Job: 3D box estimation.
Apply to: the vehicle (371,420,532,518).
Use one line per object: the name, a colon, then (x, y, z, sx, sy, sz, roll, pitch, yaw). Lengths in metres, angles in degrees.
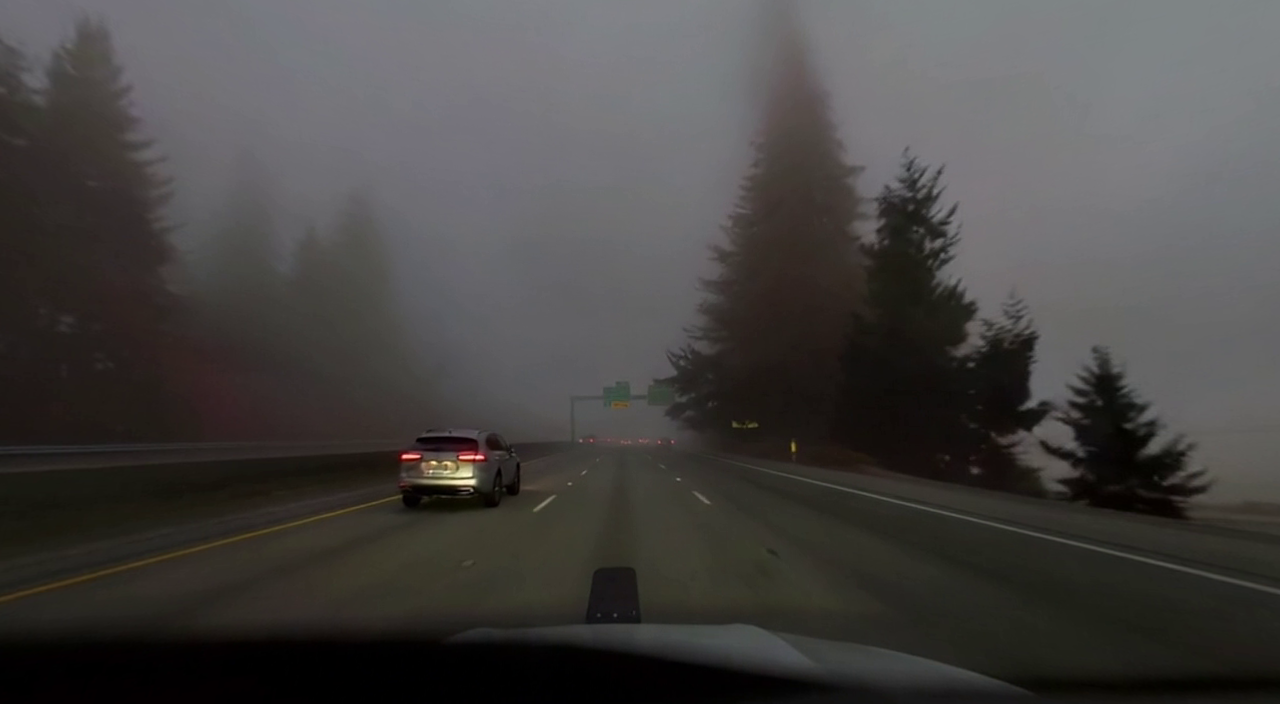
vehicle: (-3.612, 2.322, 13.007, 2.074, 1.652, 4.273, 0, -8, -1)
